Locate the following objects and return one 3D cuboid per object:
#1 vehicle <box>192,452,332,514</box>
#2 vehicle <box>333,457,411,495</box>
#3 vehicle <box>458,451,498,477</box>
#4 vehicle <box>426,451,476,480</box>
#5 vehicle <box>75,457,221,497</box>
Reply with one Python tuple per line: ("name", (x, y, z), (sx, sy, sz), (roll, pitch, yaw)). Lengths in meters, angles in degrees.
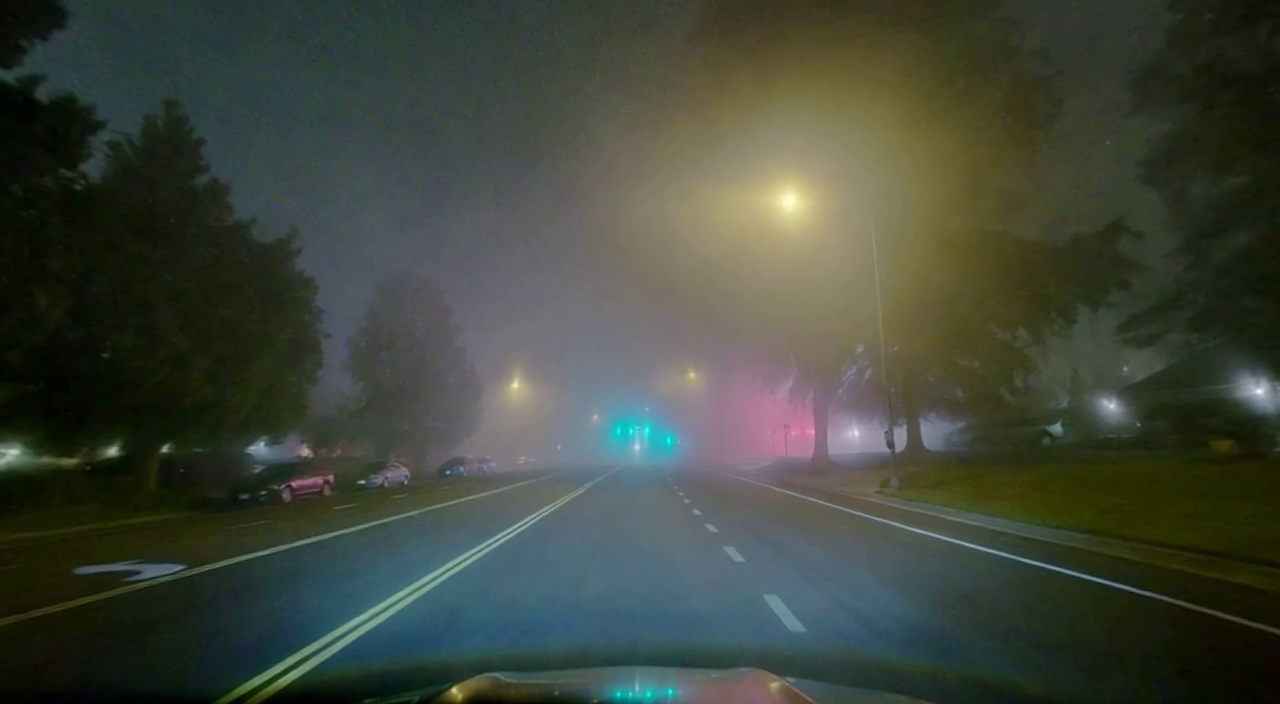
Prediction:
("vehicle", (-12.919, 4.464, 22.004), (2.086, 1.720, 4.499), (-3, -8, 0))
("vehicle", (-12.737, 5.897, 30.311), (1.833, 1.464, 4.292), (-4, -8, 1))
("vehicle", (-12.332, 8.554, 48.363), (1.882, 1.727, 3.945), (-4, -8, 1))
("vehicle", (-12.633, 7.625, 42.579), (1.882, 1.775, 4.904), (0, -9, 0))
("vehicle", (-21.357, 5.401, 27.678), (1.834, 1.486, 4.604), (-4, -9, 23))
